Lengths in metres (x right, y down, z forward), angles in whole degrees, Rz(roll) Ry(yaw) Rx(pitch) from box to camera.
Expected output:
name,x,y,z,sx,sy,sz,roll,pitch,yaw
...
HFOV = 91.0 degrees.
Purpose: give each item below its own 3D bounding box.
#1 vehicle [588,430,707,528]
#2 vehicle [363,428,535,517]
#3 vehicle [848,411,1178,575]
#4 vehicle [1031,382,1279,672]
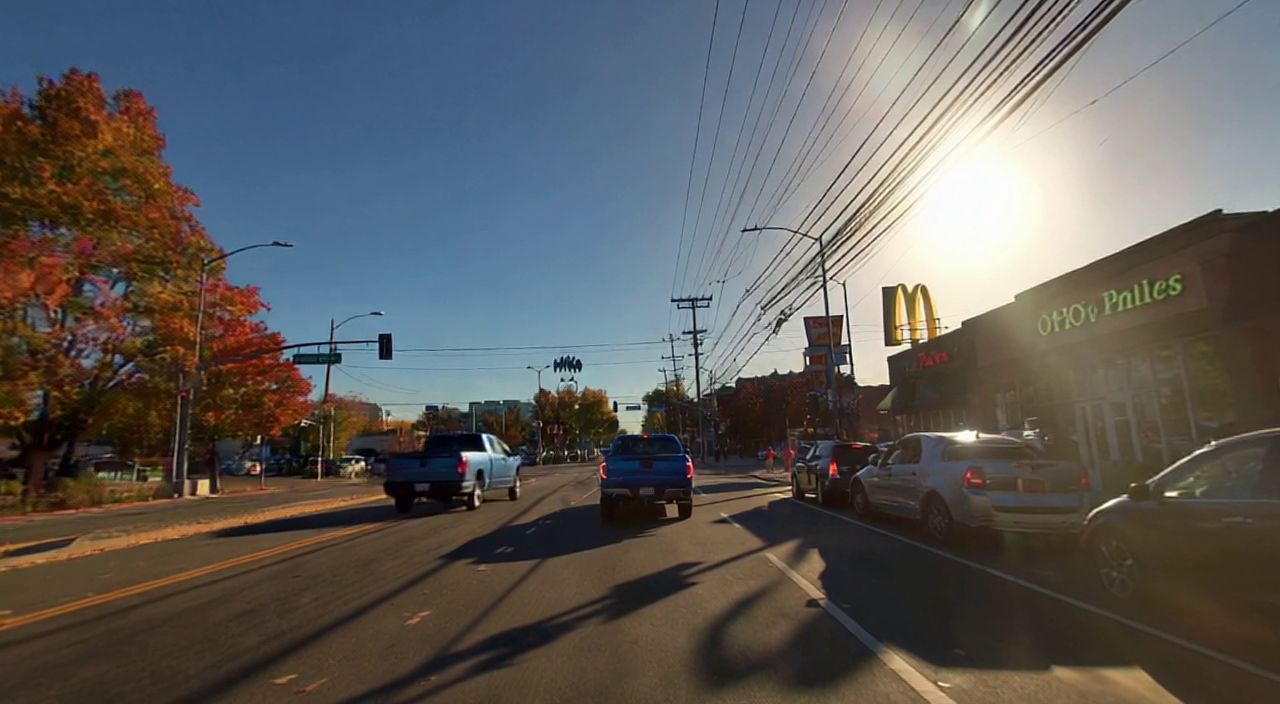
name,x,y,z,sx,sy,sz,roll,pitch,yaw
vehicle,0.184,2.590,13.481,2.089,1.699,4.650,0,-9,1
vehicle,-4.308,2.820,15.322,2.140,1.768,5.092,-1,-9,6
vehicle,4.929,1.923,9.450,2.007,1.786,4.870,0,-9,1
vehicle,4.918,1.084,3.917,2.014,1.755,4.520,0,-9,0
